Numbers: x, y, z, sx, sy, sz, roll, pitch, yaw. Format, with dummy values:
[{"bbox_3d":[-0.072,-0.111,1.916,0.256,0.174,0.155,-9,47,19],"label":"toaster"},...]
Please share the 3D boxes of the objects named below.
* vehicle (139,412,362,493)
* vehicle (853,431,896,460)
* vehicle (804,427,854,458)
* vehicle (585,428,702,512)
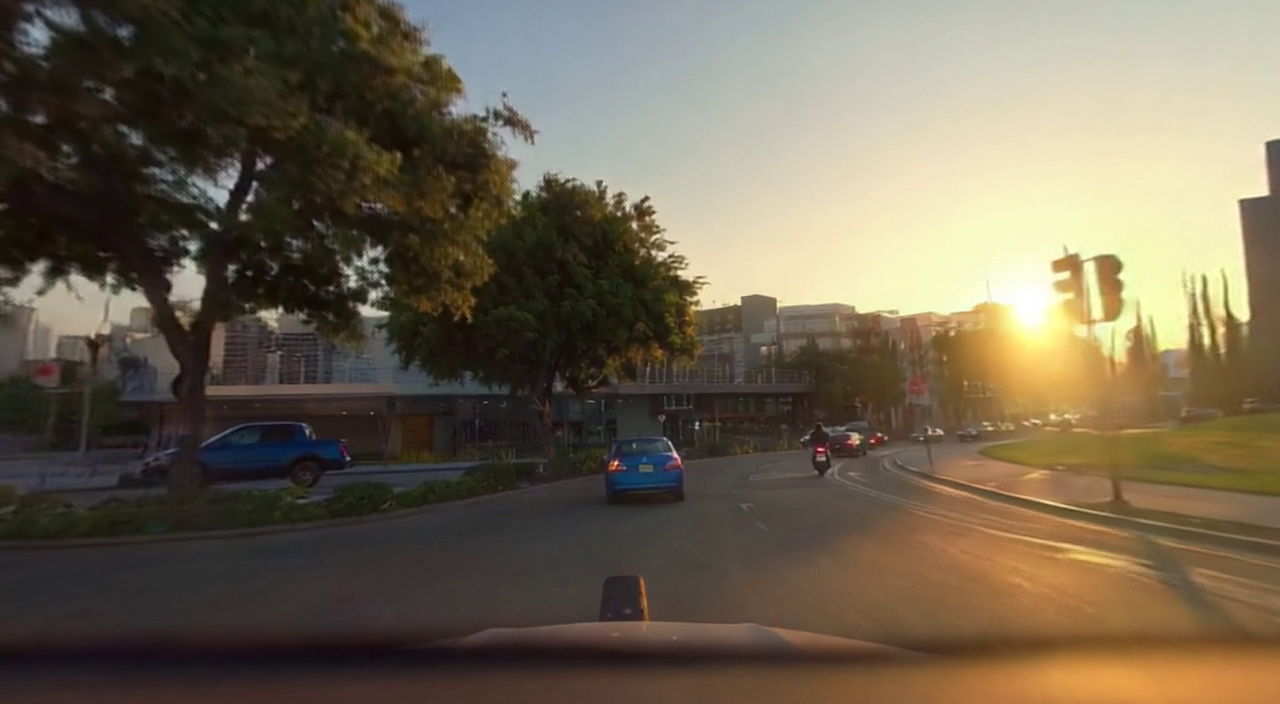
[{"bbox_3d":[-15.209,3.975,25.333,2.287,2.780,7.166,-6,-10,32],"label":"vehicle"},{"bbox_3d":[13.603,5.419,36.476,1.822,1.555,3.574,-5,-9,27],"label":"vehicle"},{"bbox_3d":[12.047,5.754,39.886,2.212,1.790,4.768,-4,-9,25],"label":"vehicle"},{"bbox_3d":[0.133,2.428,13.405,2.118,1.480,3.949,-1,-8,2],"label":"vehicle"}]
